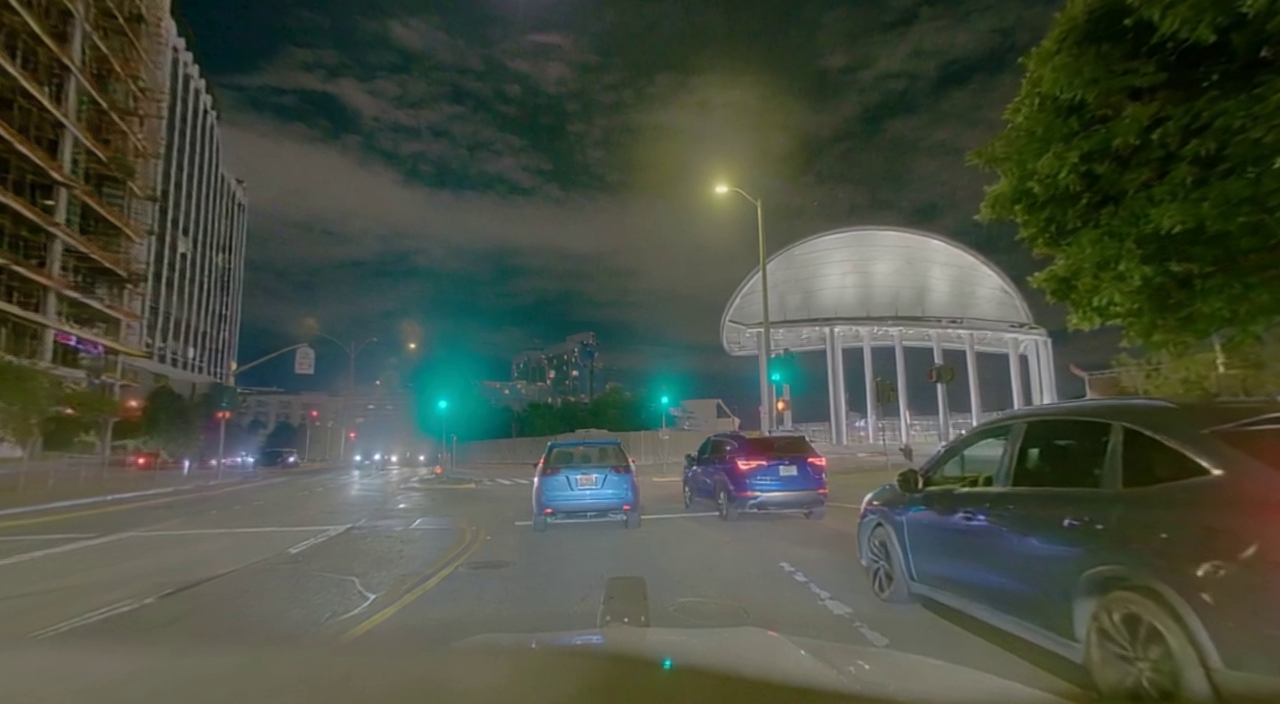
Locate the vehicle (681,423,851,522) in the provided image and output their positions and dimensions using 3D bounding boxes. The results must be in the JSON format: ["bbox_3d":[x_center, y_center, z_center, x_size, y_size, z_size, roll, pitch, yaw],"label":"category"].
[{"bbox_3d":[2.393,2.452,13.361,2.103,1.710,4.396,1,-9,-9],"label":"vehicle"}]

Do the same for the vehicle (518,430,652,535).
[{"bbox_3d":[-1.204,2.365,12.029,2.132,1.632,3.889,1,-9,-10],"label":"vehicle"}]

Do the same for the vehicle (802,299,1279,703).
[{"bbox_3d":[3.078,1.068,4.419,2.320,1.772,4.872,0,-9,-3],"label":"vehicle"}]

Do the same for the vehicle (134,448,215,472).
[{"bbox_3d":[-32.838,7.606,44.460,4.653,1.459,2.228,-2,-8,18],"label":"vehicle"}]

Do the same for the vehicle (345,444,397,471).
[{"bbox_3d":[-18.223,7.156,42.947,2.303,1.692,4.571,1,-9,-11],"label":"vehicle"}]
